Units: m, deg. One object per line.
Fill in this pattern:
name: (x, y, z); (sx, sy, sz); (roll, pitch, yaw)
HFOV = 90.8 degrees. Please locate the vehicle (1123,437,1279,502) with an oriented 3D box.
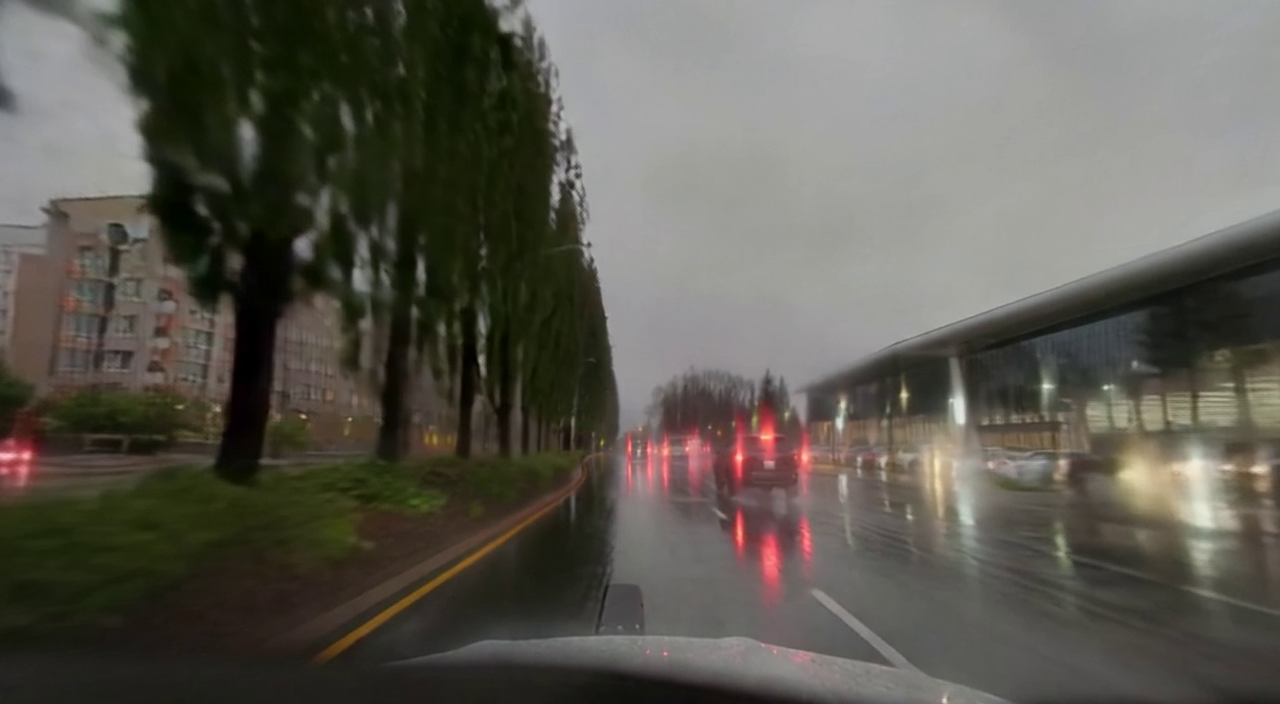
vehicle: (16.473, 3.328, 18.364); (1.914, 1.644, 4.378); (-2, -8, 10)

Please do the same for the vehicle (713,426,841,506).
vehicle: (3.425, 2.998, 16.944); (2.235, 1.806, 4.818); (0, -9, -1)

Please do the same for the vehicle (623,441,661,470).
vehicle: (0.101, 6.144, 37.638); (2.145, 1.572, 4.021); (0, -9, -1)

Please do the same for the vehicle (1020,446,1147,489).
vehicle: (17.458, 4.519, 24.899); (3.958, 1.524, 2.061); (3, -10, -20)
